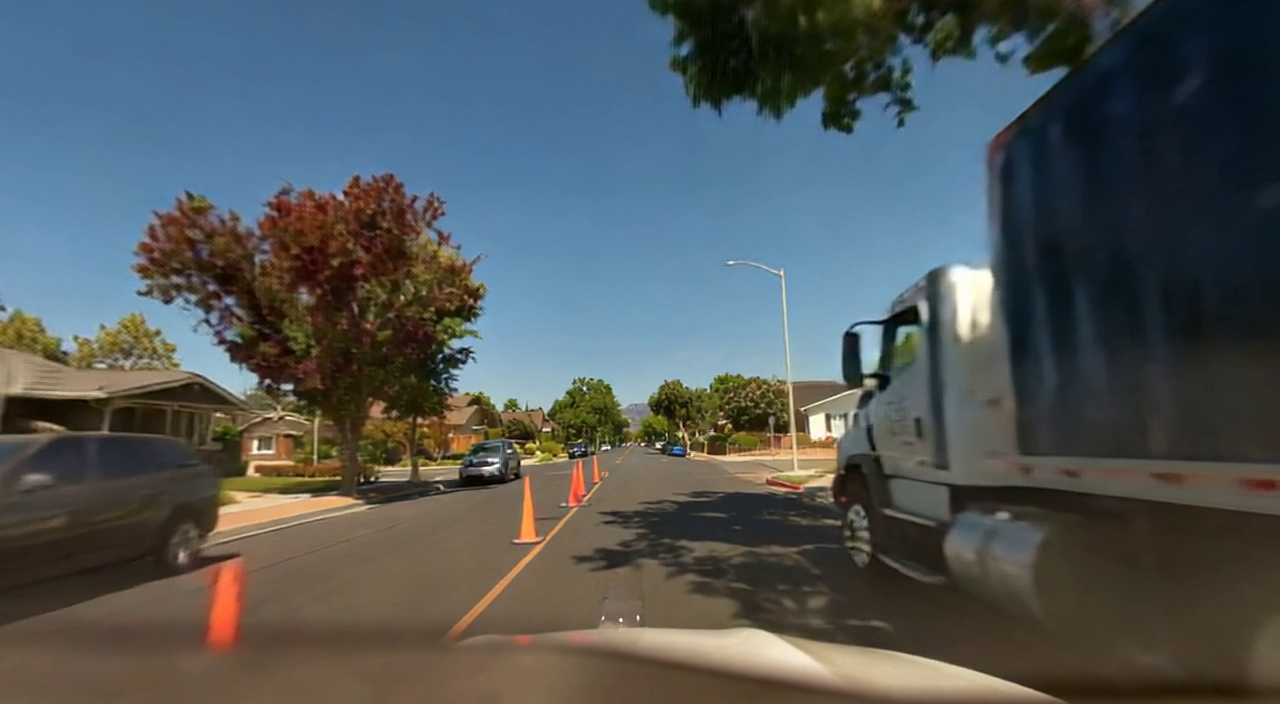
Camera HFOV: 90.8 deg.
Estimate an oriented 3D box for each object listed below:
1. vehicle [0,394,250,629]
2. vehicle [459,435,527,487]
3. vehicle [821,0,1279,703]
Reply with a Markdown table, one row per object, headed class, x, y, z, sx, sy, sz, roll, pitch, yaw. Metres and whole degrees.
| class | x | y | z | sx | sy | sz | roll | pitch | yaw |
| --- | --- | --- | --- | --- | --- | --- | --- | --- | --- |
| vehicle | -6.230 | 1.492 | 6.038 | 2.210 | 1.849 | 4.638 | -4 | -8 | -2 |
| vehicle | -5.892 | 4.351 | 25.793 | 2.087 | 1.835 | 4.445 | -1 | -7 | -6 |
| vehicle | 3.164 | 0.067 | 2.737 | 2.750 | 3.440 | 6.535 | 0 | -8 | 0 |
